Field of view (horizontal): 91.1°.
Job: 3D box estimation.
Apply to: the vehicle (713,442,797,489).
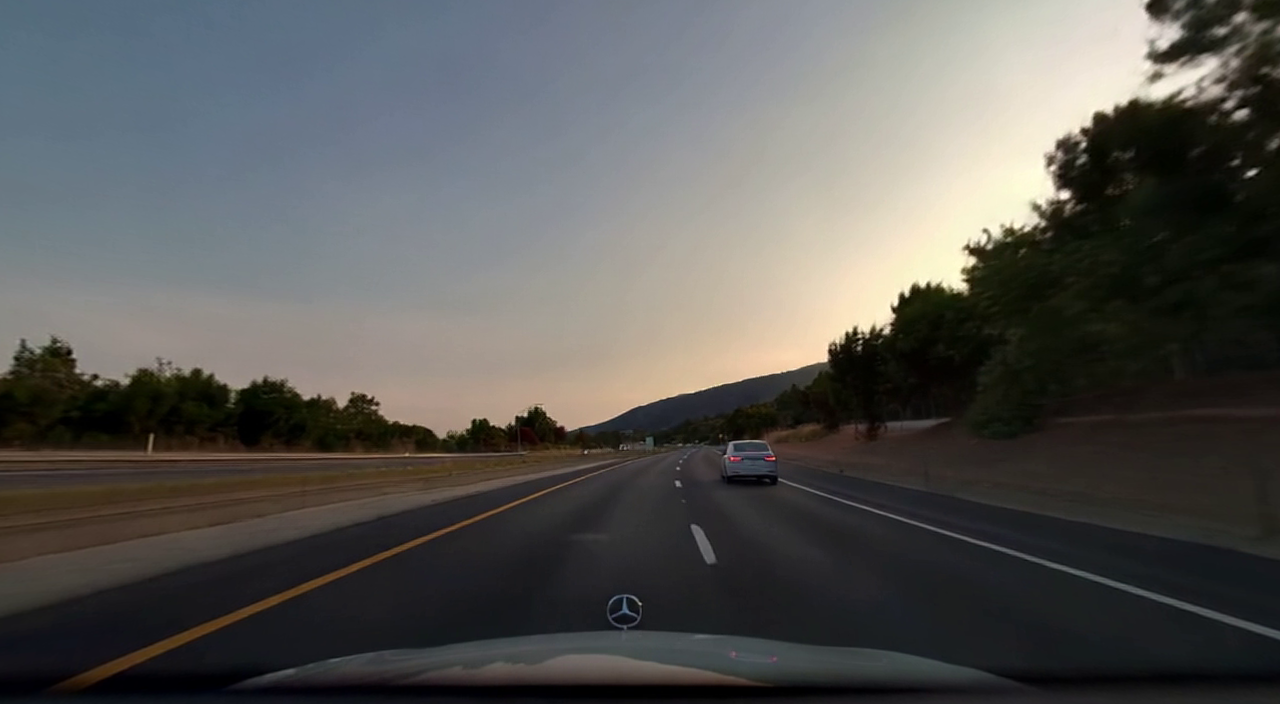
[{"bbox_3d":[3.766,3.775,21.315,2.124,1.405,4.398,0,-8,2],"label":"vehicle"}]
